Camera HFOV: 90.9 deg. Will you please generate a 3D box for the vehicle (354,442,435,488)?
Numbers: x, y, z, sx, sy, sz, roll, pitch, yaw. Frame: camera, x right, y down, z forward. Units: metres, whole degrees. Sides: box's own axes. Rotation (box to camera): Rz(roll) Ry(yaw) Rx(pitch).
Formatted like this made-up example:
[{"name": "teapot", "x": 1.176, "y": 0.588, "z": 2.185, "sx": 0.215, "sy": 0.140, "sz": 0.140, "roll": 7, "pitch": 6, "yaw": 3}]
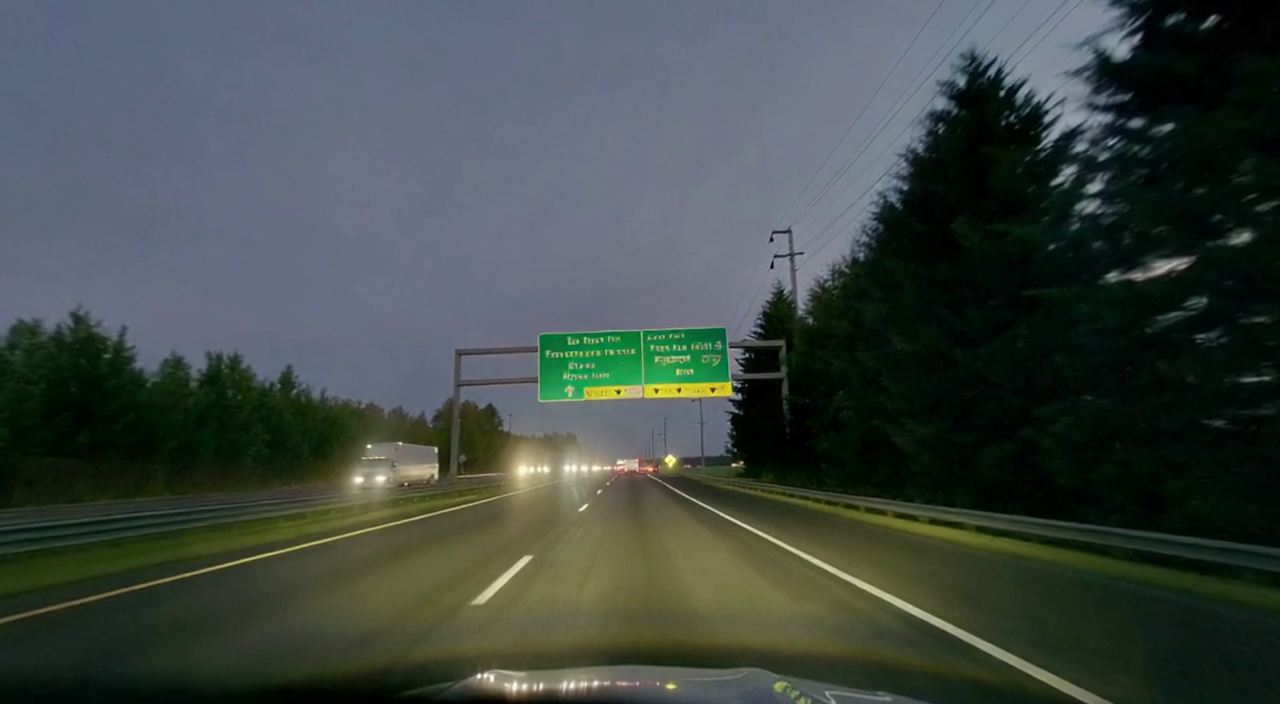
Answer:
[{"name": "vehicle", "x": -16.896, "y": 7.888, "z": 43.956, "sx": 2.646, "sy": 2.925, "sz": 7.512, "roll": 1, "pitch": -10, "yaw": -1}]
